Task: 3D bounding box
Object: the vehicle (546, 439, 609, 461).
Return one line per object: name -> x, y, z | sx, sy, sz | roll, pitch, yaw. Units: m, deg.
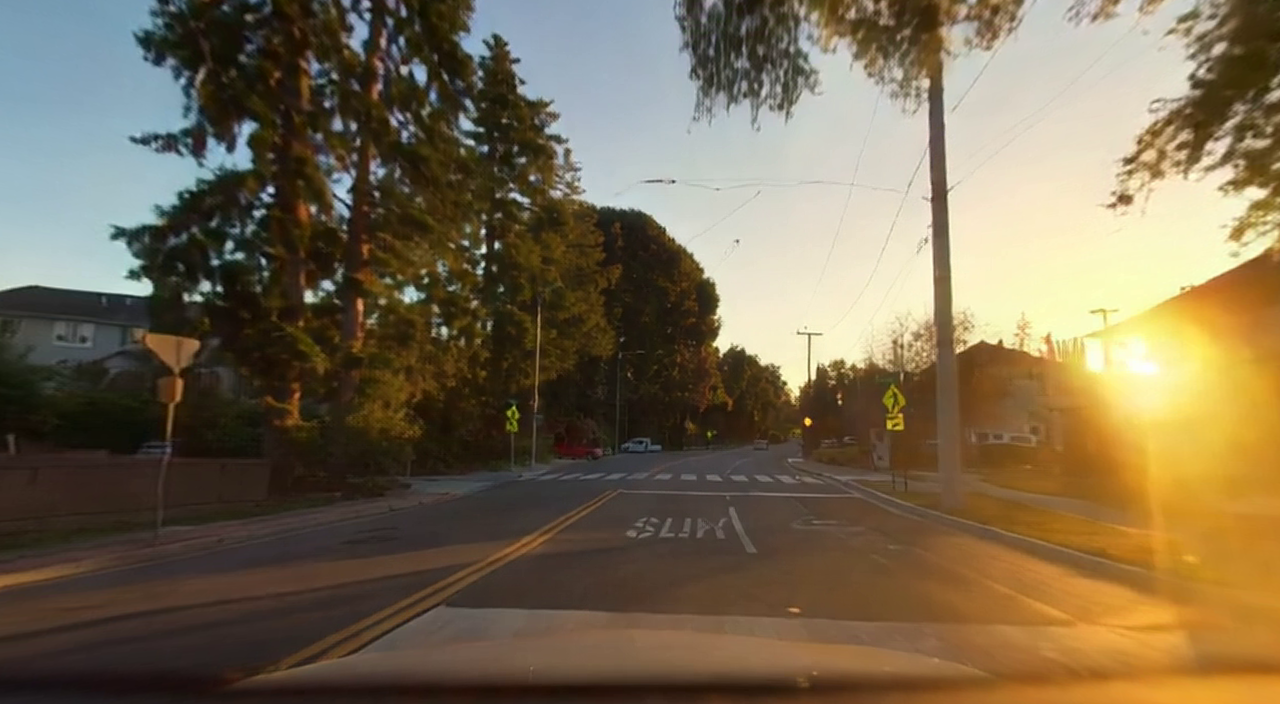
vehicle -> -4.772, 7.486, 48.300 | 4.377, 1.596, 1.836 | -3, -9, 19
